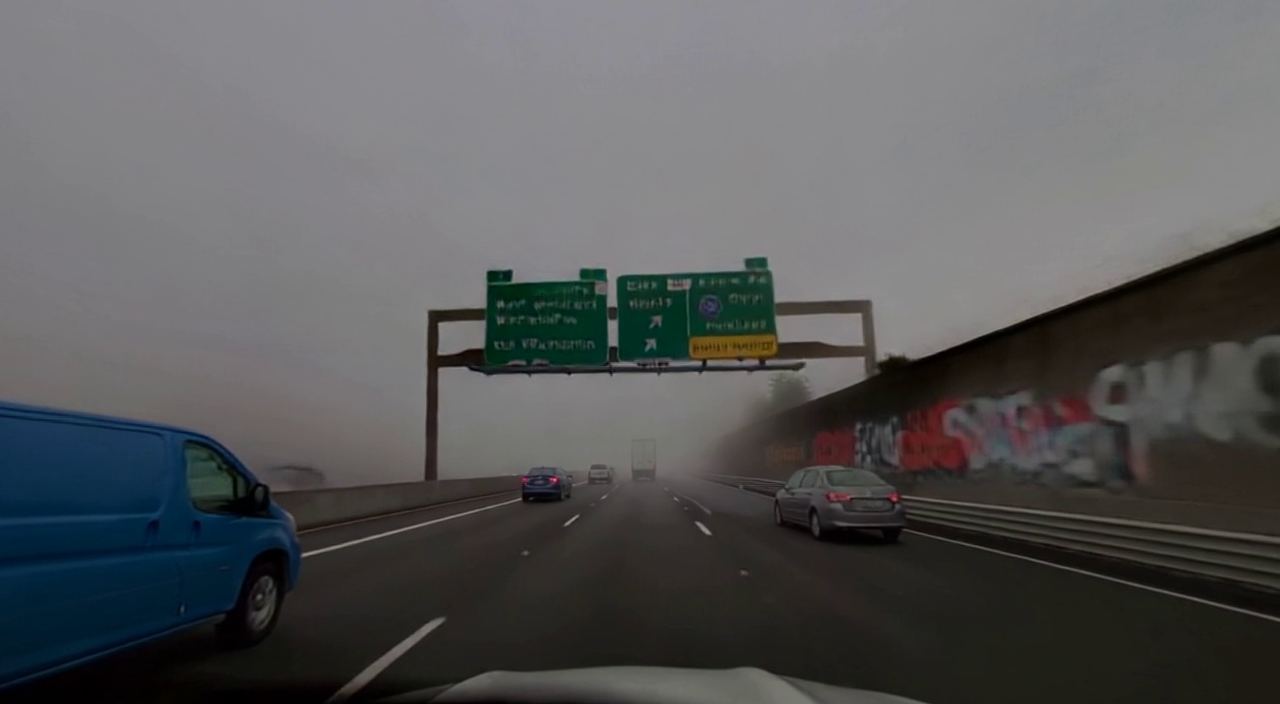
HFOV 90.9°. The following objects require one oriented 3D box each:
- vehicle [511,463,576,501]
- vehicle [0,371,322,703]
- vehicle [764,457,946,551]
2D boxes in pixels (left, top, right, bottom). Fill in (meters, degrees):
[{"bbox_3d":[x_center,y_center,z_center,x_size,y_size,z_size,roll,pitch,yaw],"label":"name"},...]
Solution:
[{"bbox_3d":[-4.005,5.484,26.863,2.054,1.443,4.131,0,-10,0],"label":"vehicle"},{"bbox_3d":[-3.414,0.889,2.410,2.004,1.610,4.508,1,-10,0],"label":"vehicle"},{"bbox_3d":[3.834,2.809,12.151,1.917,1.458,4.199,1,-10,-2],"label":"vehicle"}]
